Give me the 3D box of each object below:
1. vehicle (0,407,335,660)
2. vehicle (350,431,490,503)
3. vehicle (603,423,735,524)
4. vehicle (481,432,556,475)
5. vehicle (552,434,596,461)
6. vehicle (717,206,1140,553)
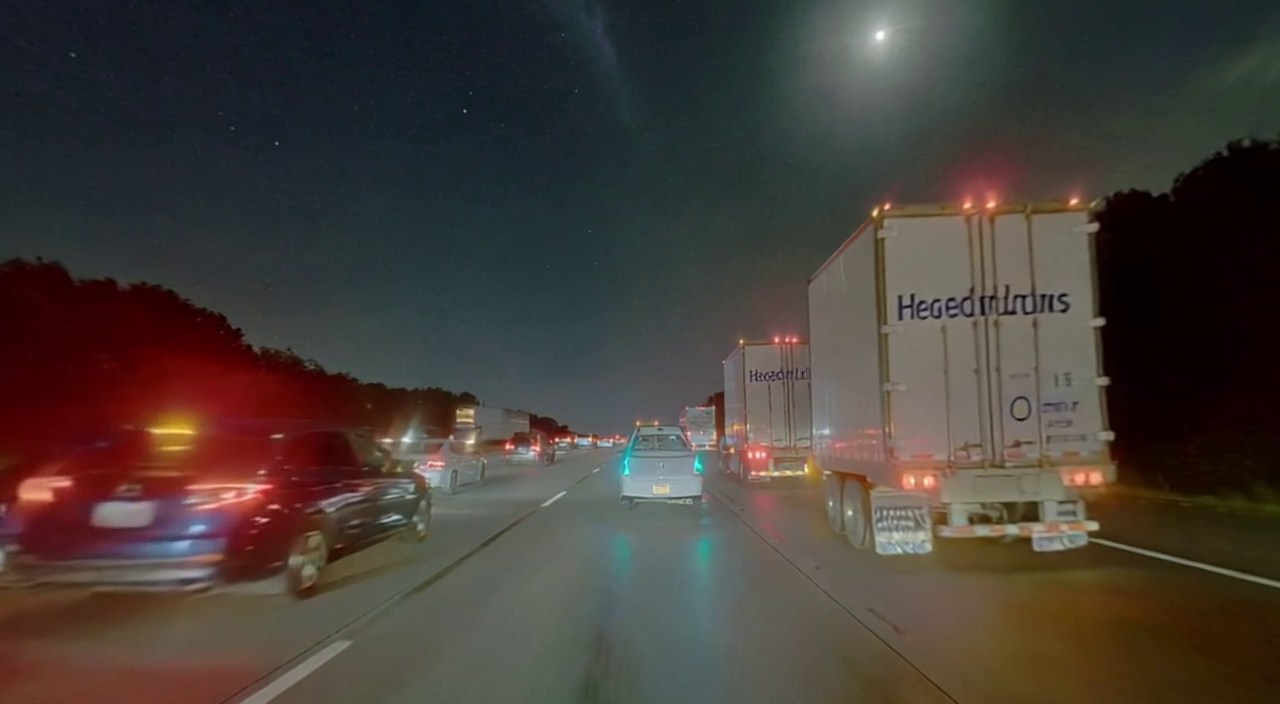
[{"bbox_3d":[-4.588,1.343,5.693,1.821,1.514,3.677,0,-8,-1],"label":"vehicle"},{"bbox_3d":[-5.036,2.650,15.076,1.880,1.458,3.978,0,-8,1],"label":"vehicle"},{"bbox_3d":[0.400,2.075,11.299,1.973,1.505,3.568,0,-8,-1],"label":"vehicle"},{"bbox_3d":[-4.537,3.844,24.201,1.887,1.493,4.411,0,-8,1],"label":"vehicle"},{"bbox_3d":[-3.819,5.618,37.314,2.005,1.475,4.466,0,-8,2],"label":"vehicle"},{"bbox_3d":[4.086,1.205,14.325,2.817,3.989,14.321,0,-8,0],"label":"vehicle"}]
